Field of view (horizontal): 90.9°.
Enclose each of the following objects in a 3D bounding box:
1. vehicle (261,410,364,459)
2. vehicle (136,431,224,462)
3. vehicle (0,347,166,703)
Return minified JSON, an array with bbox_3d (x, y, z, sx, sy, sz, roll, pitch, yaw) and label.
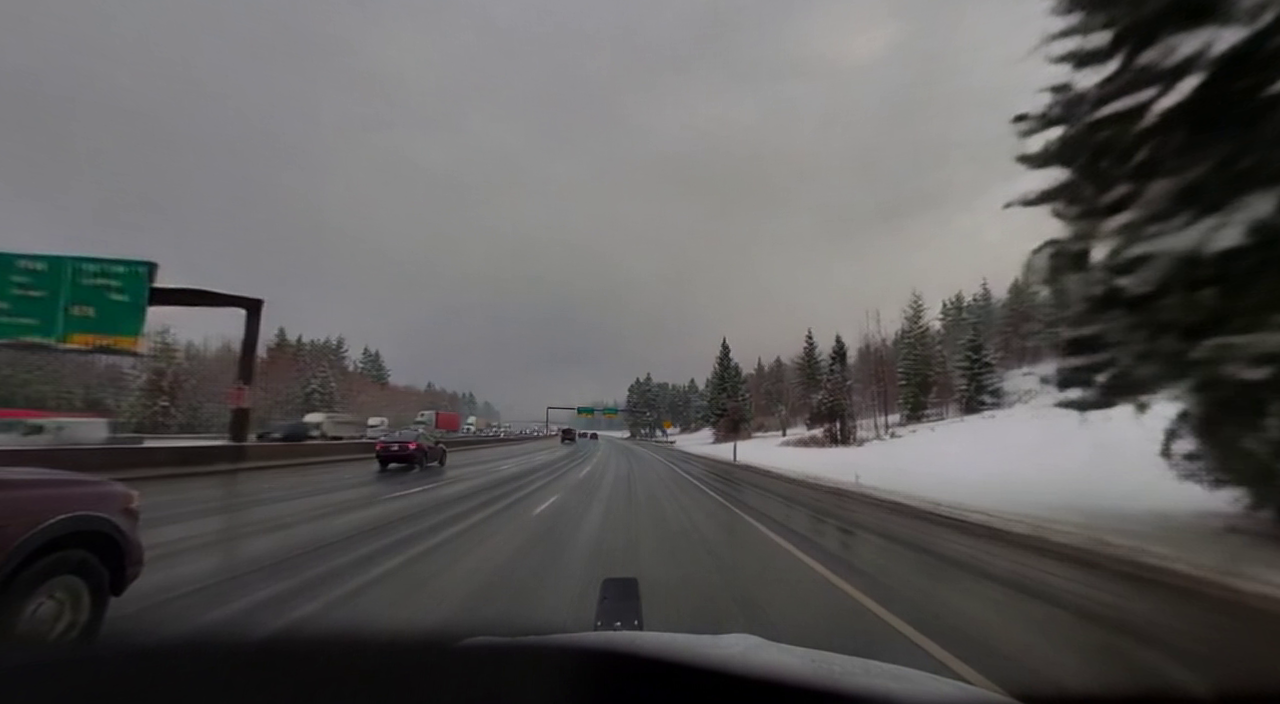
[{"bbox_3d":[-18.600,4.768,36.321,2.415,2.528,6.726,0,-8,-2],"label":"vehicle"},{"bbox_3d":[-22.316,4.571,30.745,1.743,1.400,3.431,0,-8,-2],"label":"vehicle"},{"bbox_3d":[-3.934,0.632,1.560,2.187,1.639,4.318,0,-8,-1],"label":"vehicle"}]
